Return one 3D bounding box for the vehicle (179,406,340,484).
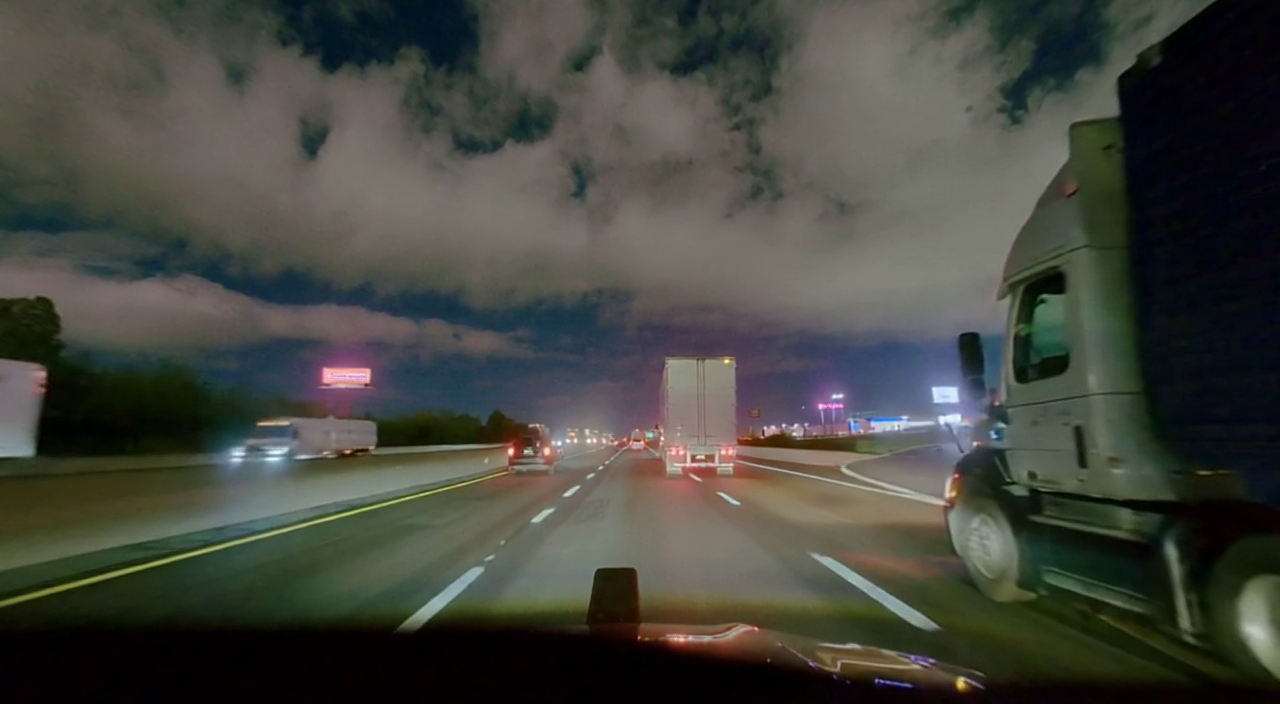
[{"bbox_3d":[-15.979,3.975,27.198,2.606,2.906,6.895,0,-8,0],"label":"vehicle"}]

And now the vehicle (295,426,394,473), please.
[{"bbox_3d":[-15.925,5.276,34.442,2.437,2.311,6.057,0,-8,0],"label":"vehicle"}]

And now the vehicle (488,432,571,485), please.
[{"bbox_3d":[-3.368,3.299,19.956,1.930,1.484,3.849,0,-8,0],"label":"vehicle"}]

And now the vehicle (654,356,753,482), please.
[{"bbox_3d":[2.028,2.775,24.795,2.871,3.815,11.331,0,-8,1],"label":"vehicle"}]
